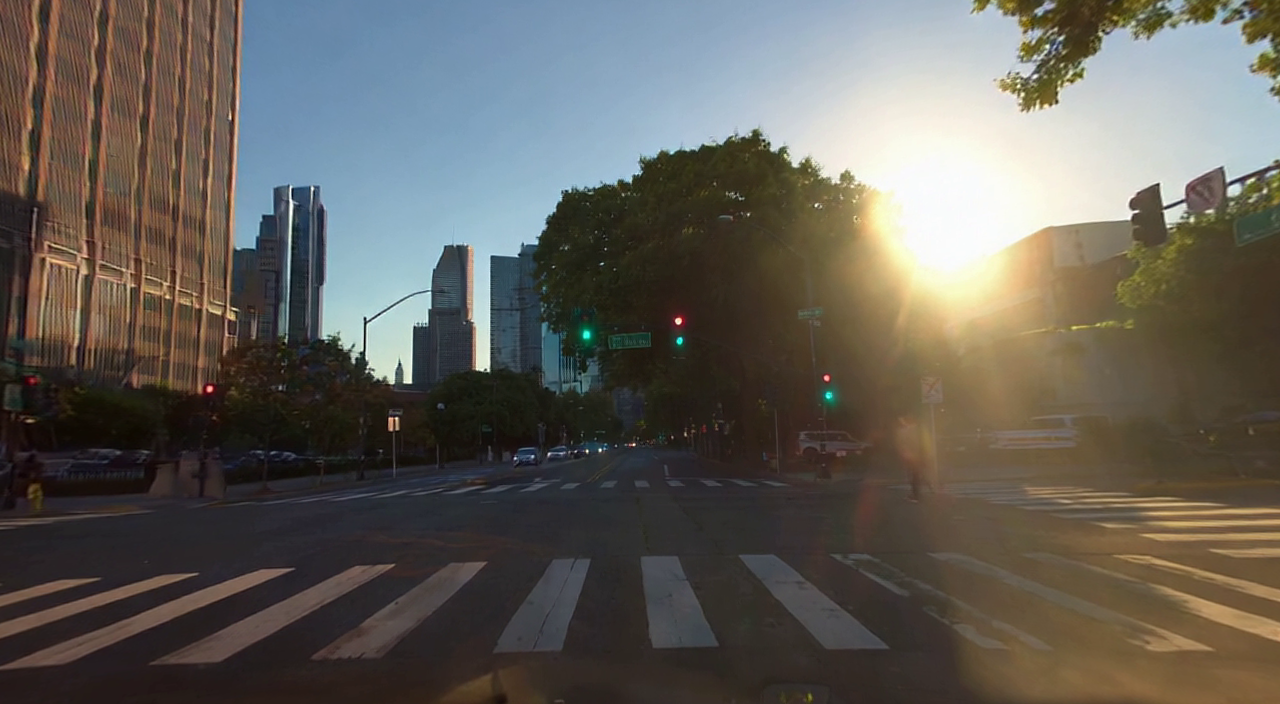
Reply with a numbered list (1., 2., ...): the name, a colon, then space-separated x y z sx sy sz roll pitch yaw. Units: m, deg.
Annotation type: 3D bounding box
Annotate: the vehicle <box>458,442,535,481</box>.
1. vehicle: -5.883 4.547 26.486 2.127 1.473 4.428 0 -8 1
